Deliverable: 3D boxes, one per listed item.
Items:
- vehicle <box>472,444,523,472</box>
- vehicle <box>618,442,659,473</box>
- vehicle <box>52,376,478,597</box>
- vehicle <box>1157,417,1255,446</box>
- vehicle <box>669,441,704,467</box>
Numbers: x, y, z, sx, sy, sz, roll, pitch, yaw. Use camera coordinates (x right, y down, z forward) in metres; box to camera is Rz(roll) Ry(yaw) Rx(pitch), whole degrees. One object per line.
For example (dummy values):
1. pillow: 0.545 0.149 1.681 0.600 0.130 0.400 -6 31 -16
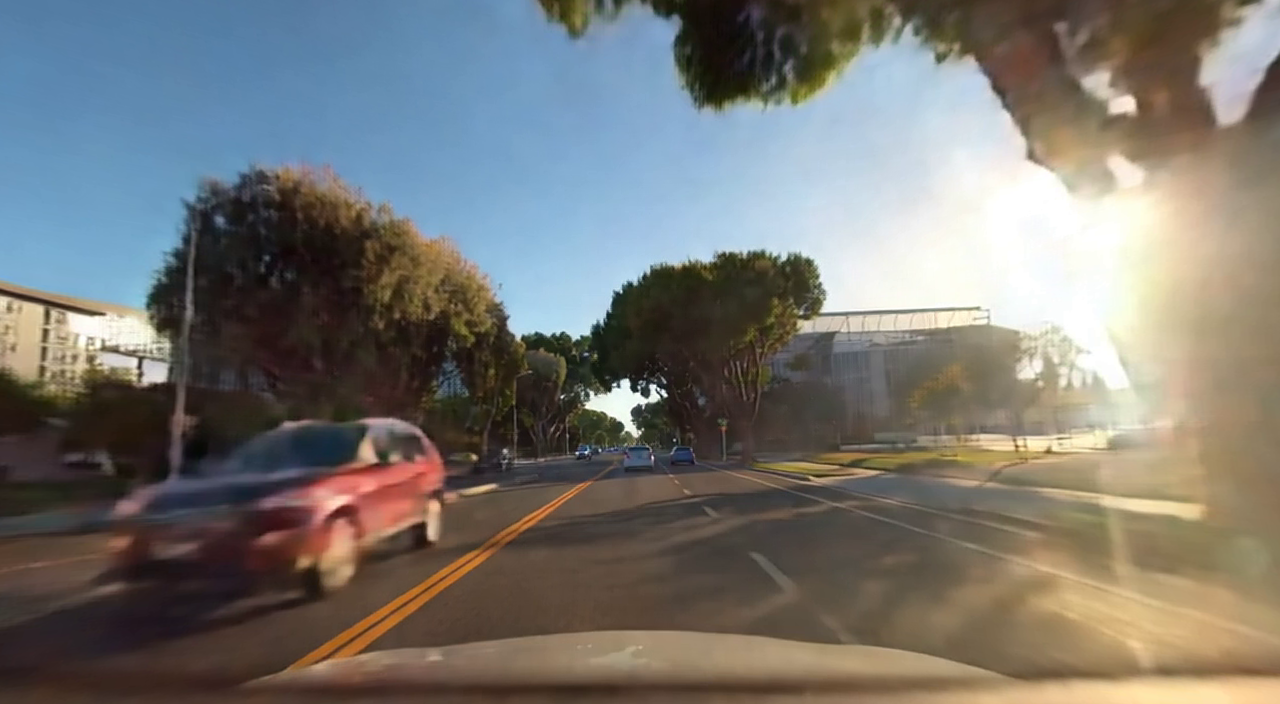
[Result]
1. vehicle: -9.536 7.147 42.615 2.064 1.722 5.226 0 -9 1
2. vehicle: -0.044 5.780 34.749 2.109 1.612 3.963 0 -9 1
3. vehicle: -3.988 1.567 8.226 2.301 1.946 5.199 0 -9 0
4. vehicle: 36.926 5.215 41.227 4.343 1.714 1.983 -2 -8 2
5. vehicle: 3.313 7.442 46.016 2.189 1.766 4.495 0 -9 0
